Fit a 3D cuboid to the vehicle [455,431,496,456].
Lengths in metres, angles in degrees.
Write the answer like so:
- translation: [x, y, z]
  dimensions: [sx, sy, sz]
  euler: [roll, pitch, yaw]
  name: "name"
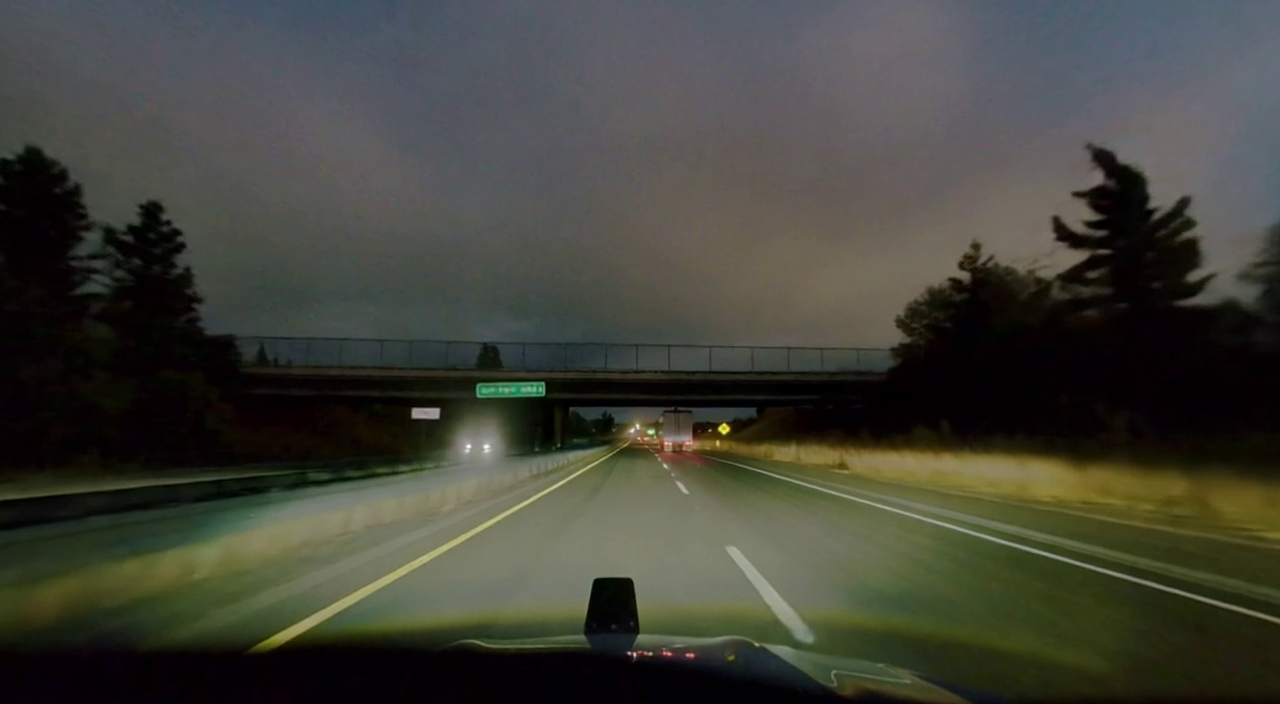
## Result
- translation: [-11.626, 6.484, 44.677]
  dimensions: [1.817, 1.620, 4.137]
  euler: [0, -8, 0]
  name: "vehicle"
